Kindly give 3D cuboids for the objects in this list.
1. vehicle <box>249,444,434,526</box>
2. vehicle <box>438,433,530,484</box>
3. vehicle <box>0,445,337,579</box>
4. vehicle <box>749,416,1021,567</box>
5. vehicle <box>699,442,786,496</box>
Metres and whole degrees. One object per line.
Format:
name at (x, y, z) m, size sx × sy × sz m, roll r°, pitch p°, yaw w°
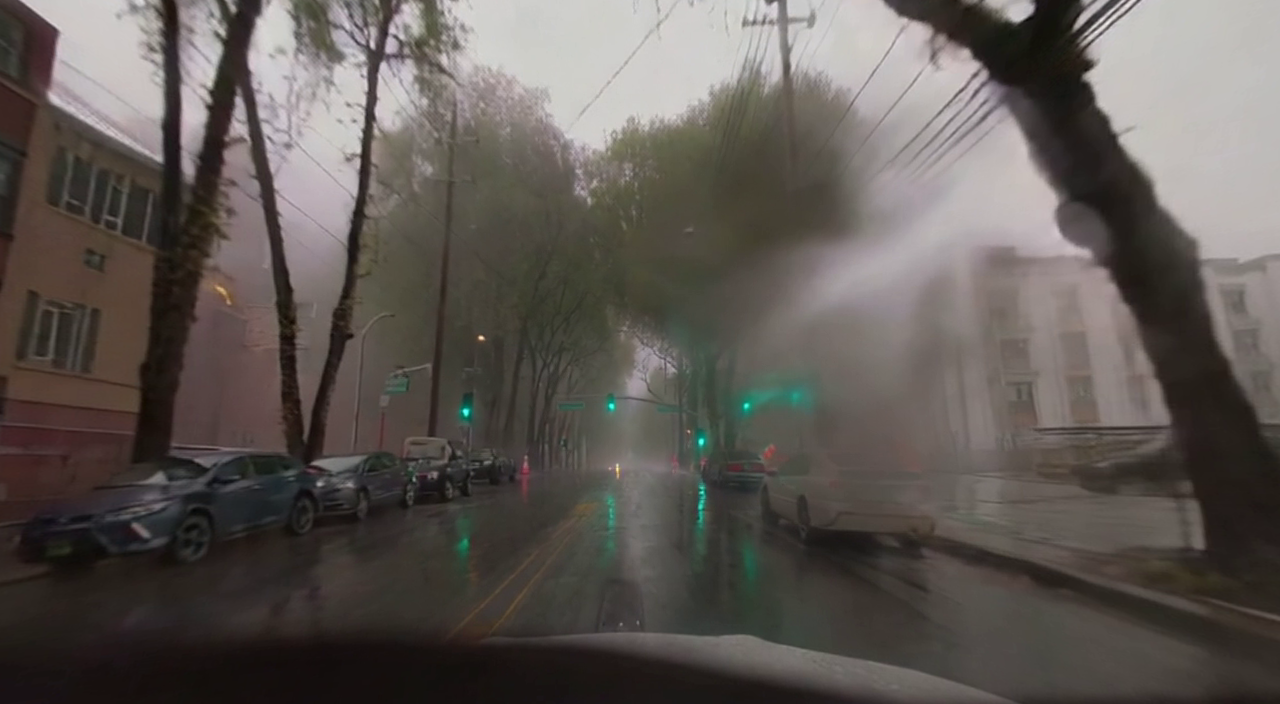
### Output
vehicle at (-6.363, 2.829, 14.239) m, size 1.919 × 1.475 × 4.833 m, roll 0°, pitch -8°, yaw -1°
vehicle at (-6.361, 4.412, 26.681) m, size 2.279 × 1.873 × 5.912 m, roll 0°, pitch -8°, yaw 1°
vehicle at (-6.426, 2.113, 9.285) m, size 1.968 × 1.450 × 4.271 m, roll 0°, pitch -8°, yaw -3°
vehicle at (3.288, 1.966, 9.906) m, size 2.141 × 1.737 × 5.009 m, roll 0°, pitch -8°, yaw -1°
vehicle at (3.125, 3.620, 20.101) m, size 1.953 × 1.503 × 4.137 m, roll 0°, pitch -8°, yaw -2°
